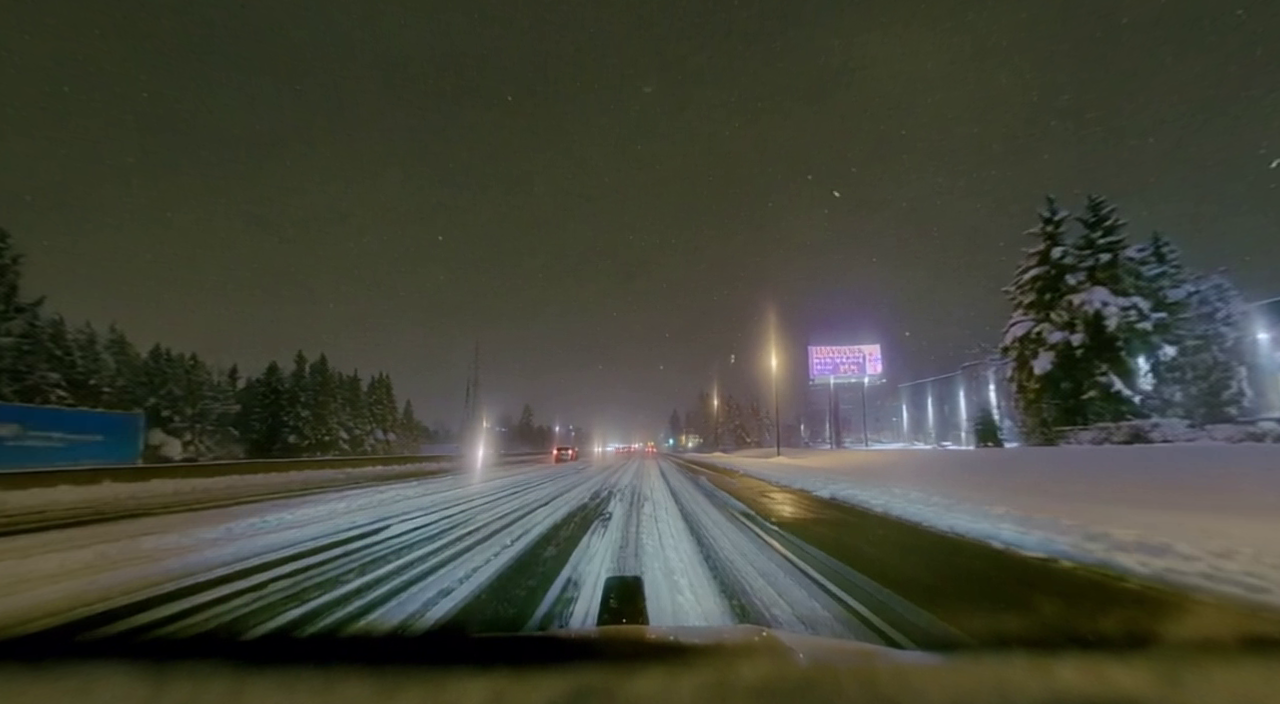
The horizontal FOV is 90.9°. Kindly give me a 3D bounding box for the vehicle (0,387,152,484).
[{"bbox_3d":[-28.239,3.489,26.305,2.907,4.026,15.848,0,-8,1],"label":"vehicle"}]

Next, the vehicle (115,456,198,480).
[{"bbox_3d":[-31.805,7.606,41.658,1.832,1.441,4.503,0,-9,0],"label":"vehicle"}]
